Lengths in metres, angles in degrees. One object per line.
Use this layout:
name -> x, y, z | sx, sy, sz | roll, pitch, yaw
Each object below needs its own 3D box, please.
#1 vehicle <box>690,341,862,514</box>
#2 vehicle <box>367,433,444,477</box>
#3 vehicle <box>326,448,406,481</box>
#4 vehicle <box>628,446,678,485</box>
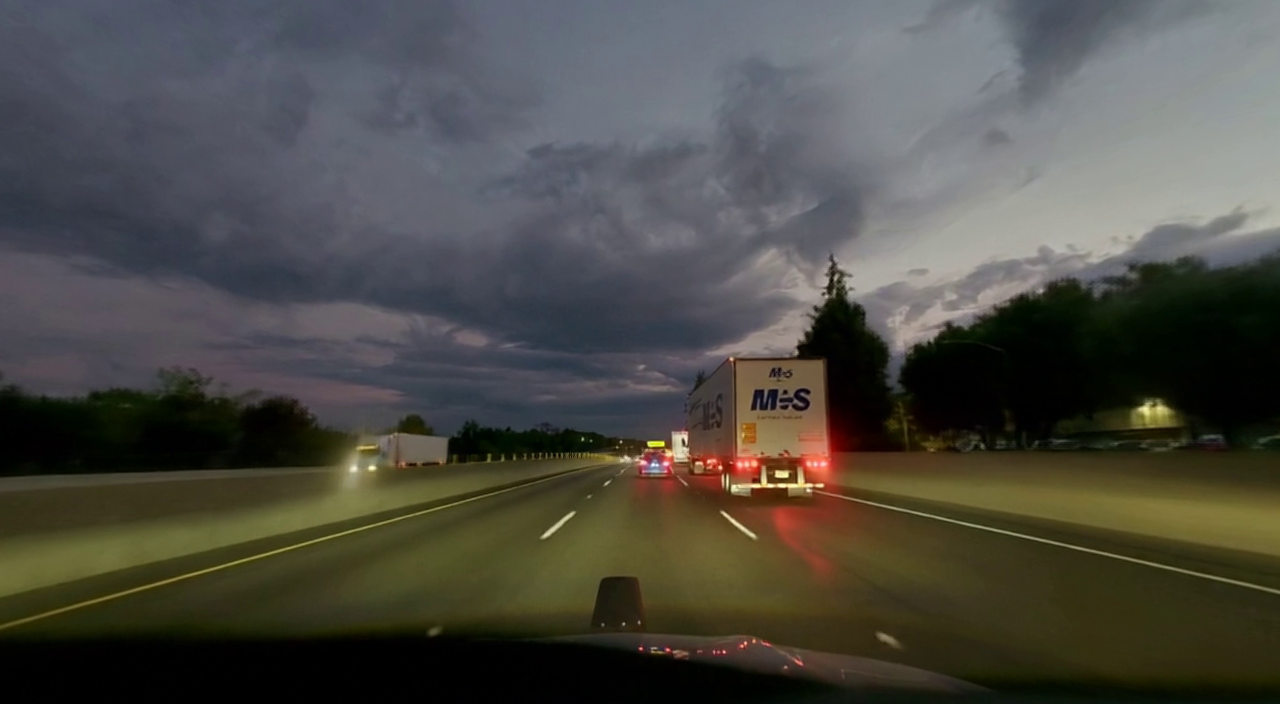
vehicle -> 3.757, 2.844, 22.070 | 3.002, 4.104, 14.174 | 0, -9, 0
vehicle -> -16.974, 7.534, 46.260 | 2.732, 2.908, 7.110 | 0, -9, 1
vehicle -> -17.035, 7.005, 39.479 | 2.827, 1.881, 4.544 | 0, -9, 1
vehicle -> 0.570, 5.173, 28.975 | 2.121, 1.642, 3.828 | 0, -9, 0
